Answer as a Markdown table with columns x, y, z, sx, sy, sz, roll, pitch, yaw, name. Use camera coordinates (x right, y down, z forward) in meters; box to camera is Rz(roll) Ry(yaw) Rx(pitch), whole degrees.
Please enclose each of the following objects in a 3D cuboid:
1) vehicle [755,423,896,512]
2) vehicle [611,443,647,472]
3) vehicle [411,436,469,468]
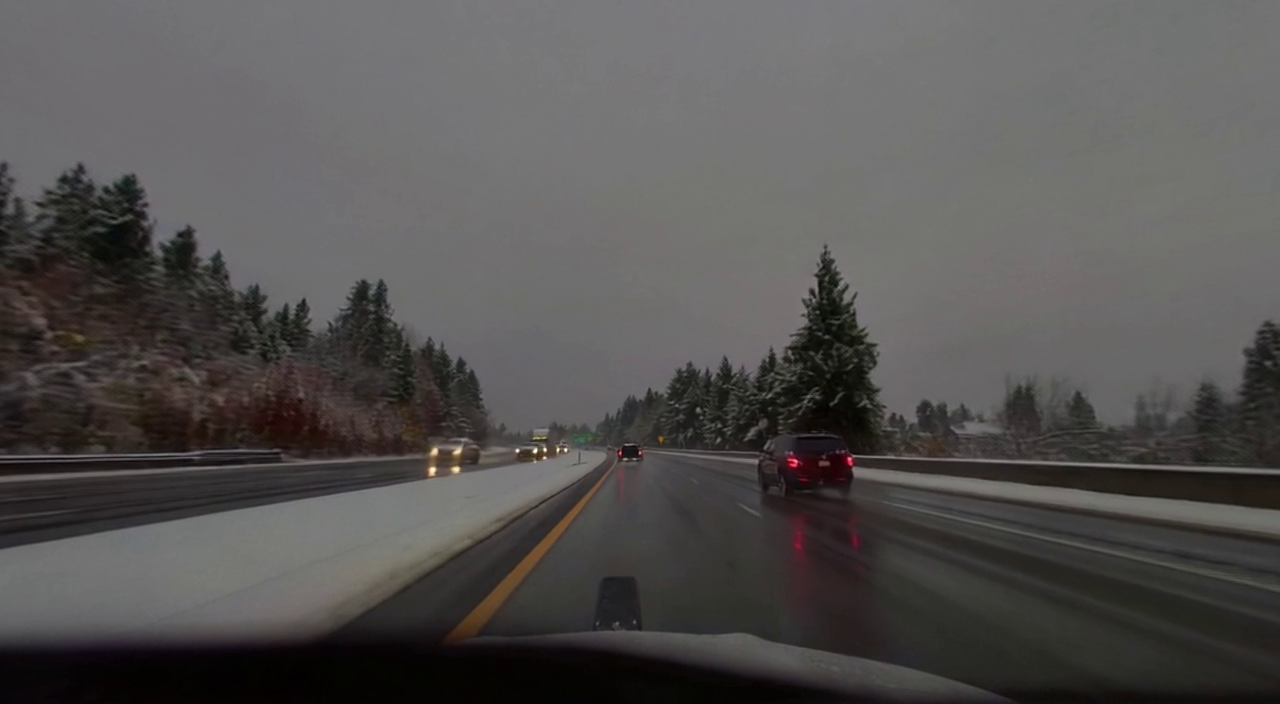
| x | y | z | sx | sy | sz | roll | pitch | yaw | name |
| --- | --- | --- | --- | --- | --- | --- | --- | --- | --- |
| 4.136 | 2.645 | 14.761 | 1.982 | 1.745 | 4.151 | 0 | -9 | -1 | vehicle |
| -0.680 | 6.691 | 40.012 | 2.151 | 1.693 | 4.201 | 0 | -9 | -1 | vehicle |
| -12.778 | 6.448 | 40.357 | 2.160 | 1.890 | 4.748 | -1 | -9 | 0 | vehicle |
